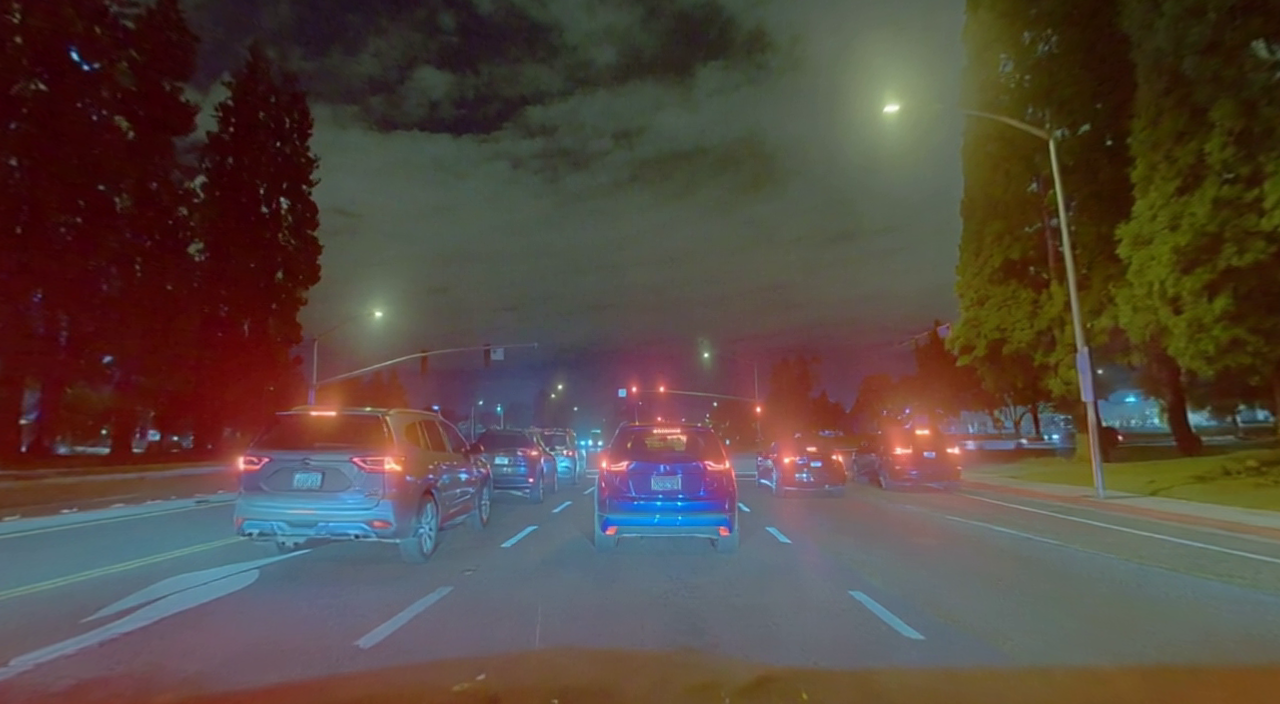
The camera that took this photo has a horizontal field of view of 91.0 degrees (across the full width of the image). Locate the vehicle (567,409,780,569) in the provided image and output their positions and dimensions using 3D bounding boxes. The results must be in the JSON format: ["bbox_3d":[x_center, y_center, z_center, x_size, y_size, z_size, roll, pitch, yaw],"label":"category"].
[{"bbox_3d":[0.360,1.730,8.667,2.189,1.649,4.171,0,-8,1],"label":"vehicle"}]

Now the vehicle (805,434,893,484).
[{"bbox_3d":[7.436,3.839,22.840,2.067,1.599,4.251,-1,-8,5],"label":"vehicle"}]

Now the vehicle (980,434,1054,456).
[{"bbox_3d":[24.826,6.170,41.566,3.944,1.398,1.701,-4,-9,24],"label":"vehicle"}]

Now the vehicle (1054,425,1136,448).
[{"bbox_3d":[33.250,6.233,46.136,4.632,1.580,1.801,-5,-10,31],"label":"vehicle"}]

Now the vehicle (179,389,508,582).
[{"bbox_3d":[-3.264,1.582,8.200,2.085,1.812,4.388,0,-8,0],"label":"vehicle"}]
